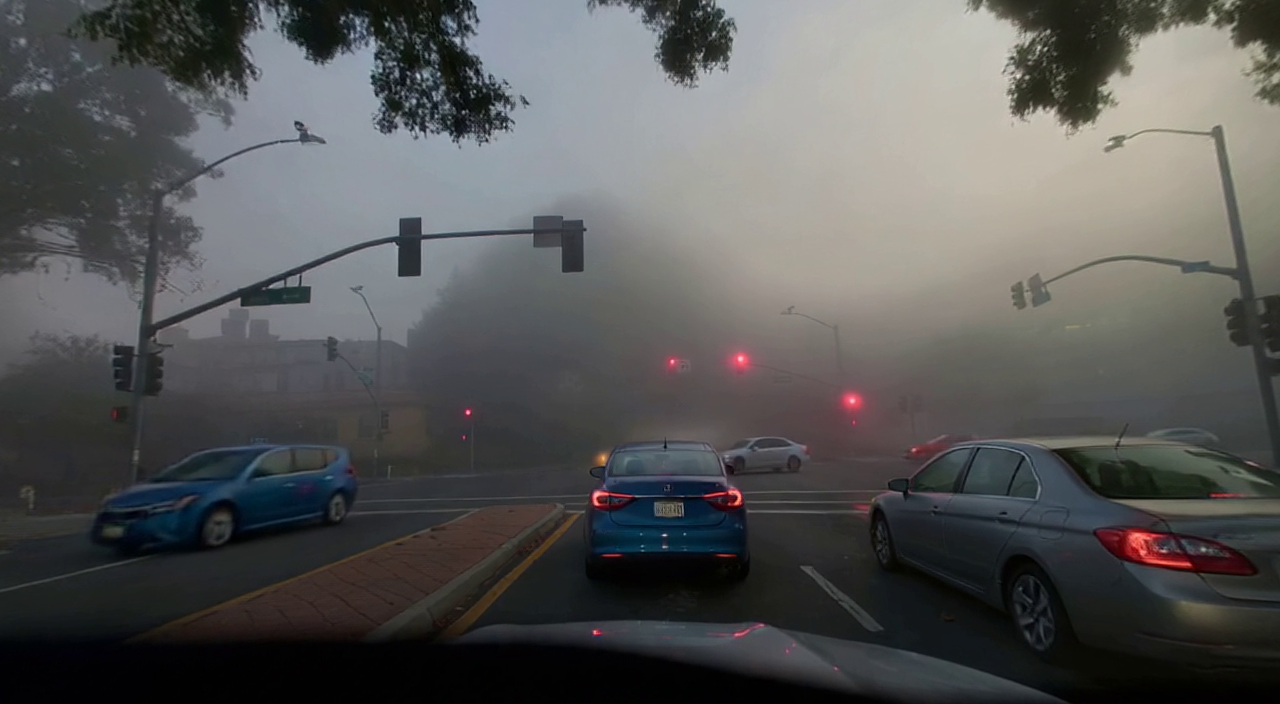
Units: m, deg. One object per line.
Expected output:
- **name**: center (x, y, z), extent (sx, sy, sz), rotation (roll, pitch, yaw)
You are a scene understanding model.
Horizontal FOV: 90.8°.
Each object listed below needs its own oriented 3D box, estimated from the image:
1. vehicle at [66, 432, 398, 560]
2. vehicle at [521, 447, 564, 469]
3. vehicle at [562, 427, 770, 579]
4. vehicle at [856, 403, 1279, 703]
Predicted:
- **vehicle**: center (-6.599, 2.314, 11.045), extent (1.996, 1.705, 4.577), rotation (-3, -9, 16)
- **vehicle**: center (-6.917, 7.581, 45.311), extent (2.093, 1.476, 4.278), rotation (-1, -9, 4)
- **vehicle**: center (0.298, 1.817, 8.331), extent (2.090, 1.505, 3.756), rotation (-1, -9, 1)
- **vehicle**: center (3.661, 1.341, 5.446), extent (1.888, 1.486, 4.681), rotation (0, -9, -1)
